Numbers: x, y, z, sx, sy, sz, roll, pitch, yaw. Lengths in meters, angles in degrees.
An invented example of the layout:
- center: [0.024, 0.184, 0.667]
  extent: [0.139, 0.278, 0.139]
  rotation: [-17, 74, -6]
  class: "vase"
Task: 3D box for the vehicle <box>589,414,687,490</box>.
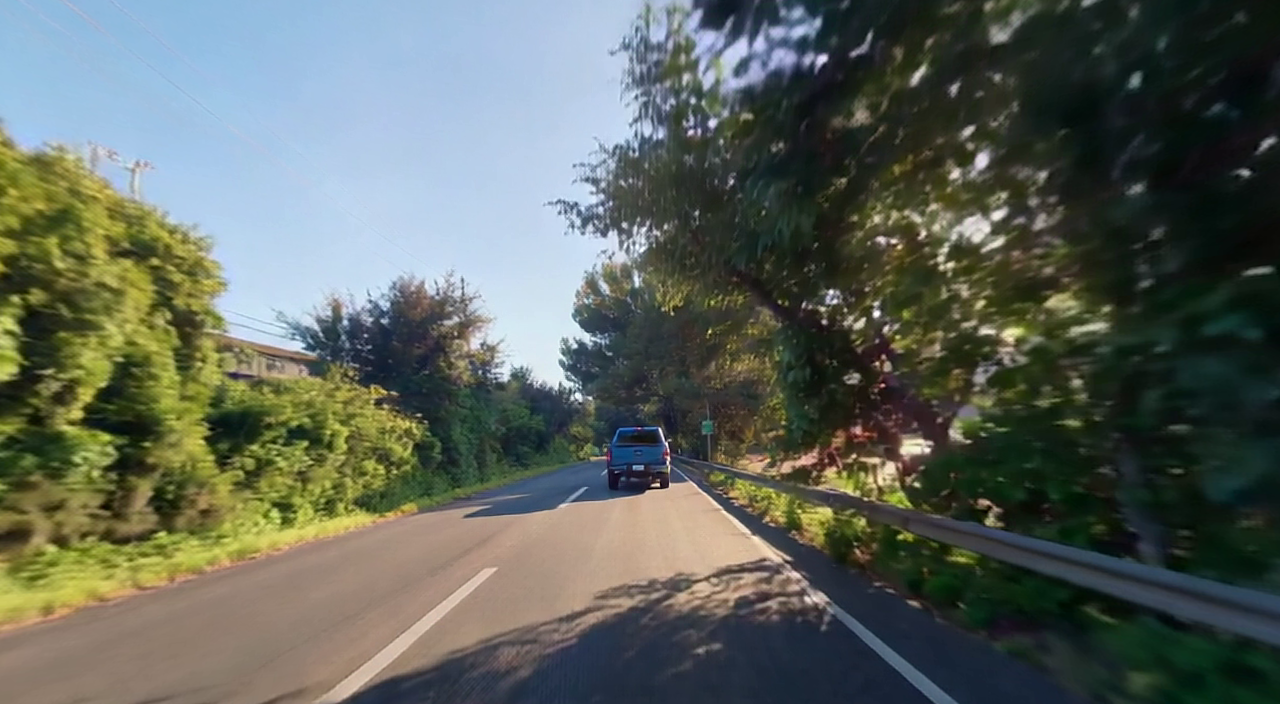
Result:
- center: [-0.098, 3.690, 23.437]
  extent: [3.021, 2.326, 7.410]
  rotation: [0, -9, -1]
  class: "vehicle"
